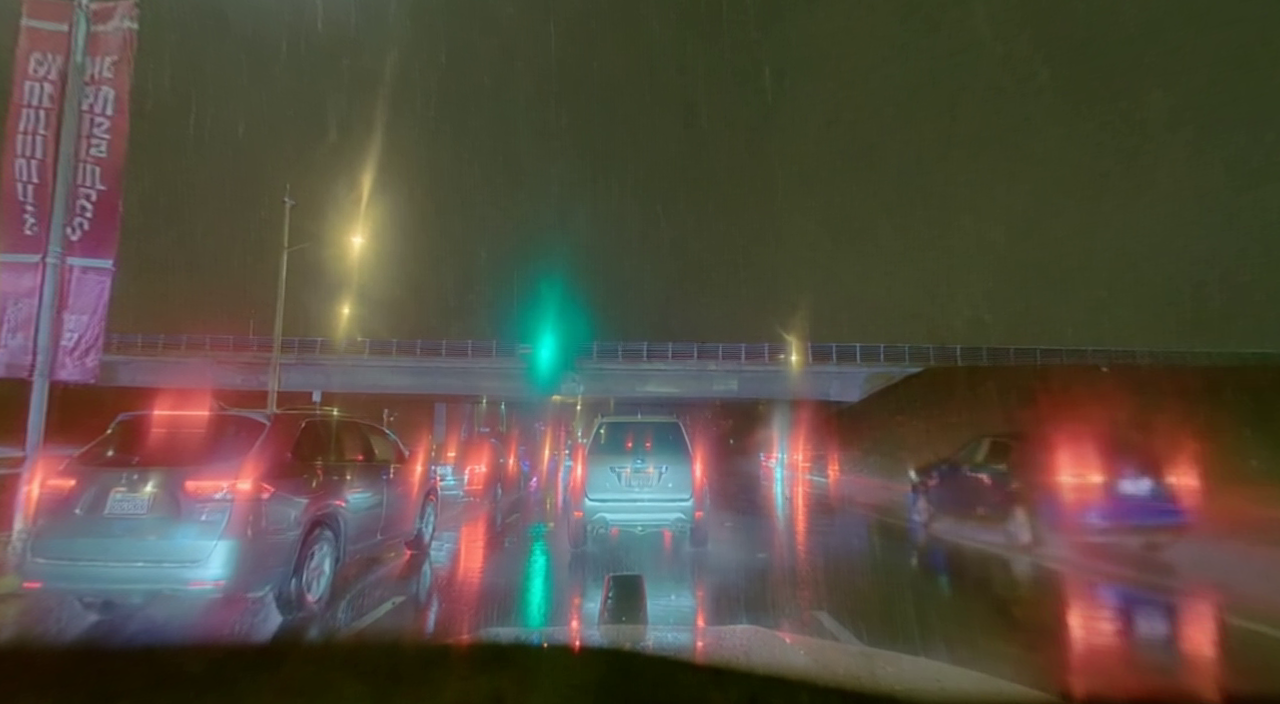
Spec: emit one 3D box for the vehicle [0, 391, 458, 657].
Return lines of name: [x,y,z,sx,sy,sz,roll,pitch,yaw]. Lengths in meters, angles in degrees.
vehicle: [-3.495,1.433,6.273,2.039,1.709,4.265,0,-9,0]

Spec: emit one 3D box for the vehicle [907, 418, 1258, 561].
vehicle: [6.476,2.046,10.137,2.191,1.730,4.658,0,-9,-1]

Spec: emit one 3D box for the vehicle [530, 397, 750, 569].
vehicle: [-0.079,1.765,9.206,2.409,1.864,4.471,0,-9,-2]

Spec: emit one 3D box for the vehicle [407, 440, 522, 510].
vehicle: [-4.146,2.942,15.431,1.797,1.505,3.506,0,-9,0]
